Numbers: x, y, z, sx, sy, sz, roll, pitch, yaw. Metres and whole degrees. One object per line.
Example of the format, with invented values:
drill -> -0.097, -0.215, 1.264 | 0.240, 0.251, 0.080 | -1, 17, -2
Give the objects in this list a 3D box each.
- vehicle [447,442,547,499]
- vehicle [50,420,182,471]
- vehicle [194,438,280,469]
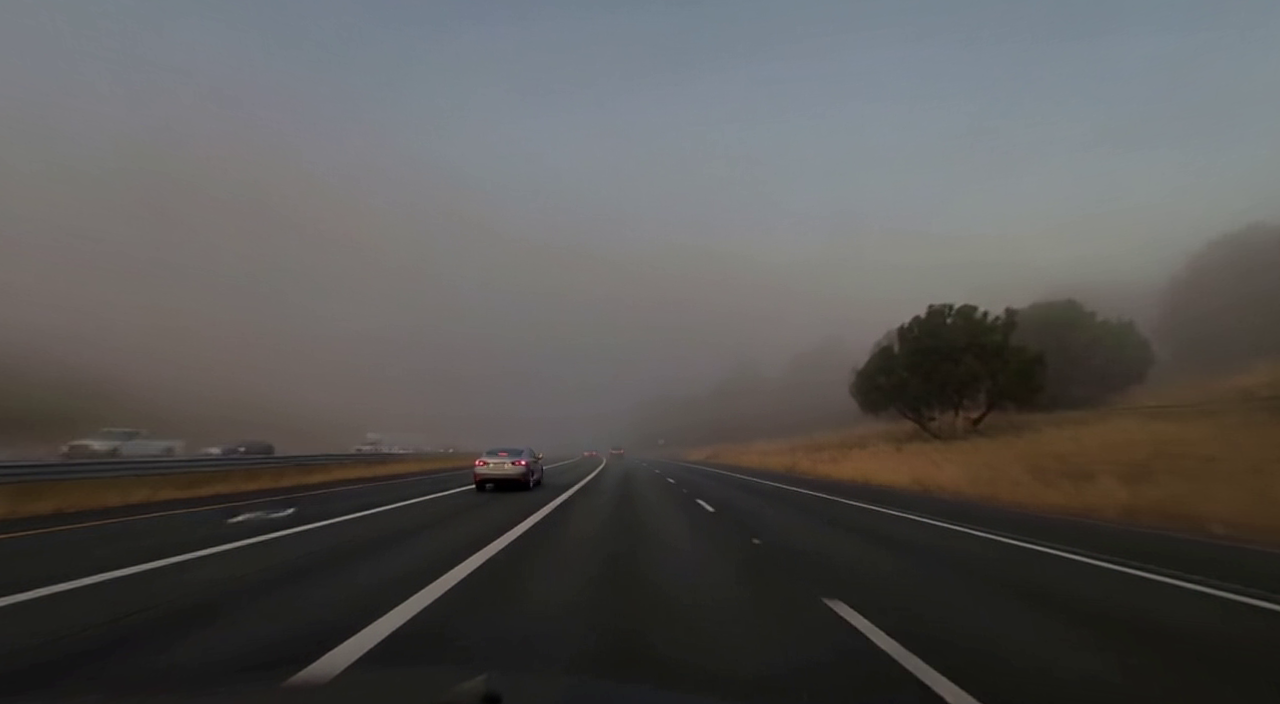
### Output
vehicle -> -4.224, 3.579, 19.470 | 2.073, 1.516, 4.478 | 0, -9, 0
vehicle -> -28.821, 5.222, 35.137 | 2.237, 2.591, 5.886 | 0, -9, -1
vehicle -> -25.149, 6.354, 39.691 | 2.213, 1.784, 4.993 | 0, -9, -1
